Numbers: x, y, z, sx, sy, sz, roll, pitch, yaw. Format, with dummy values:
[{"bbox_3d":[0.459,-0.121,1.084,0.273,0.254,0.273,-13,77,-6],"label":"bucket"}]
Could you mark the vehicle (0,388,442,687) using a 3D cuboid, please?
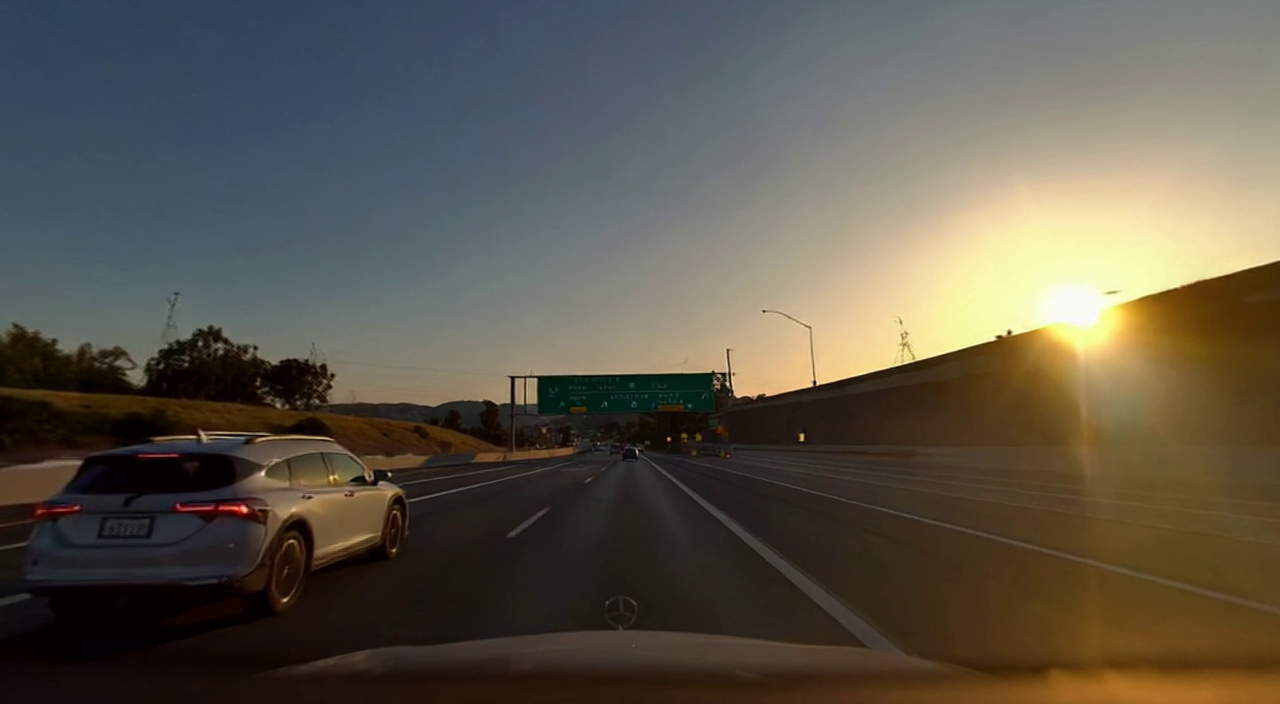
[{"bbox_3d":[-3.612,1.382,5.856,2.178,1.699,4.321,0,-8,-1],"label":"vehicle"}]
